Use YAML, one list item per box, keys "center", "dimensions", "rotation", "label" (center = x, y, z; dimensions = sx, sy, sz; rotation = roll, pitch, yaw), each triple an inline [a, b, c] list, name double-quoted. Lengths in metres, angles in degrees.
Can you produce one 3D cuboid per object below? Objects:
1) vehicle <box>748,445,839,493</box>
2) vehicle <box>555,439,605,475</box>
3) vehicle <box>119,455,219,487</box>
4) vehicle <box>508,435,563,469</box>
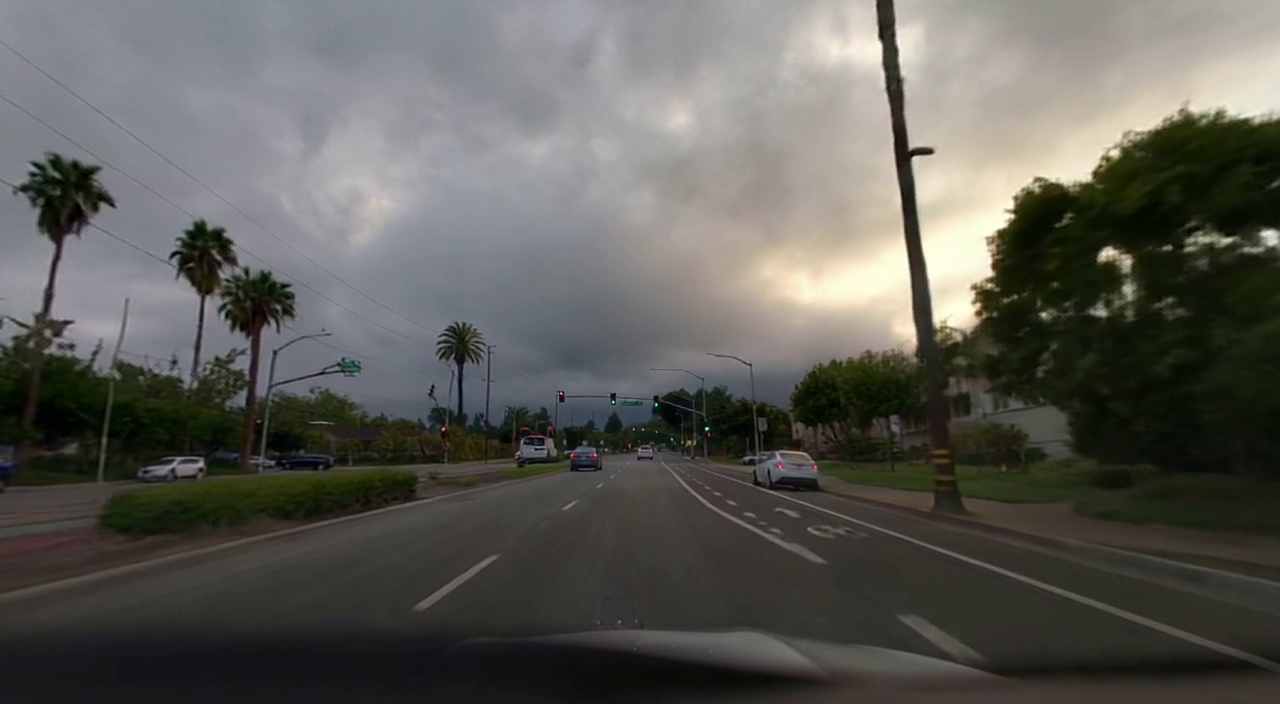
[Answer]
- center: [5.220, 4.028, 22.024]
  dimensions: [1.994, 1.507, 4.173]
  rotation: [1, -9, -2]
  label: "vehicle"
- center: [-3.218, 5.727, 34.568]
  dimensions: [2.116, 1.806, 4.516]
  rotation: [0, -9, 2]
  label: "vehicle"
- center: [-25.348, 6.392, 34.105]
  dimensions: [1.838, 1.516, 4.484]
  rotation: [0, -9, 1]
  label: "vehicle"
- center: [-6.686, 6.537, 41.148]
  dimensions: [2.457, 2.010, 6.330]
  rotation: [0, -9, 1]
  label: "vehicle"
